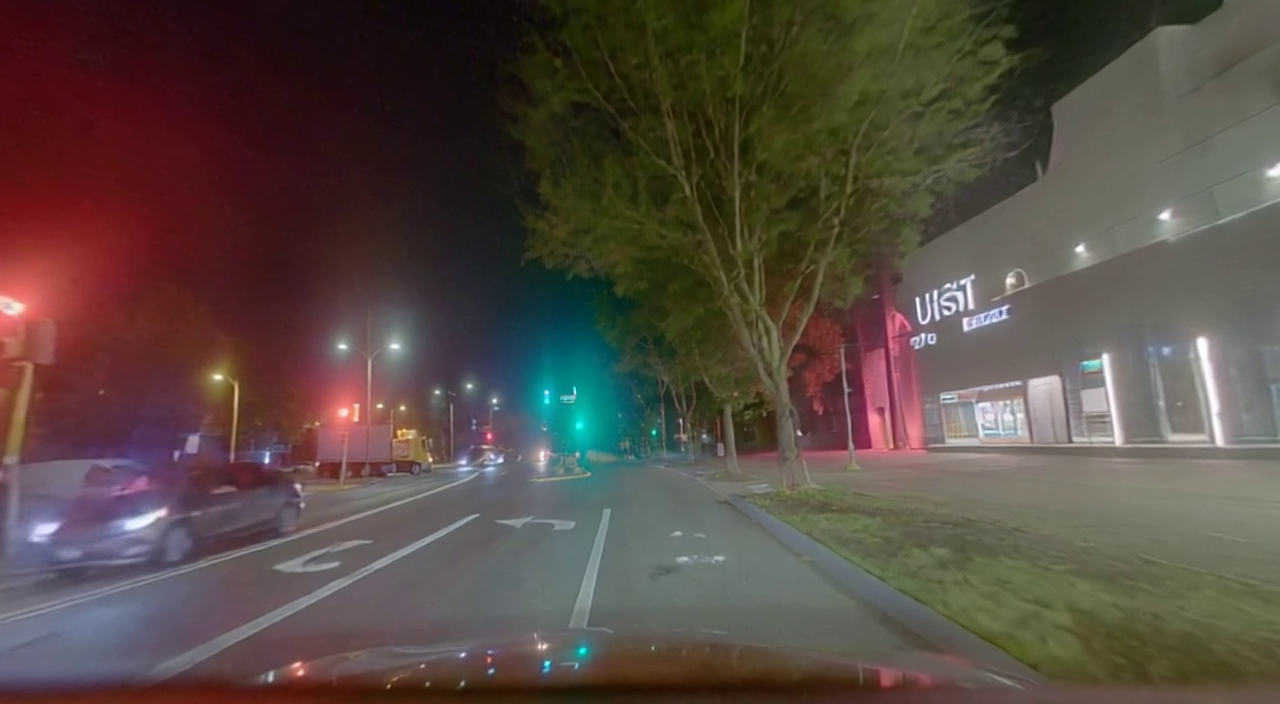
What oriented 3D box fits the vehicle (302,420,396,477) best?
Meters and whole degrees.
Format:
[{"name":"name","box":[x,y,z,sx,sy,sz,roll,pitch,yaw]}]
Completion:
[{"name":"vehicle","box":[-21.789,7.276,47.693,3.045,3.961,6.104,-3,-9,15]}]

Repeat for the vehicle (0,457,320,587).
[{"name":"vehicle","box":[-7.265,2.517,10.233,1.899,1.517,4.384,0,-8,-1]}]
